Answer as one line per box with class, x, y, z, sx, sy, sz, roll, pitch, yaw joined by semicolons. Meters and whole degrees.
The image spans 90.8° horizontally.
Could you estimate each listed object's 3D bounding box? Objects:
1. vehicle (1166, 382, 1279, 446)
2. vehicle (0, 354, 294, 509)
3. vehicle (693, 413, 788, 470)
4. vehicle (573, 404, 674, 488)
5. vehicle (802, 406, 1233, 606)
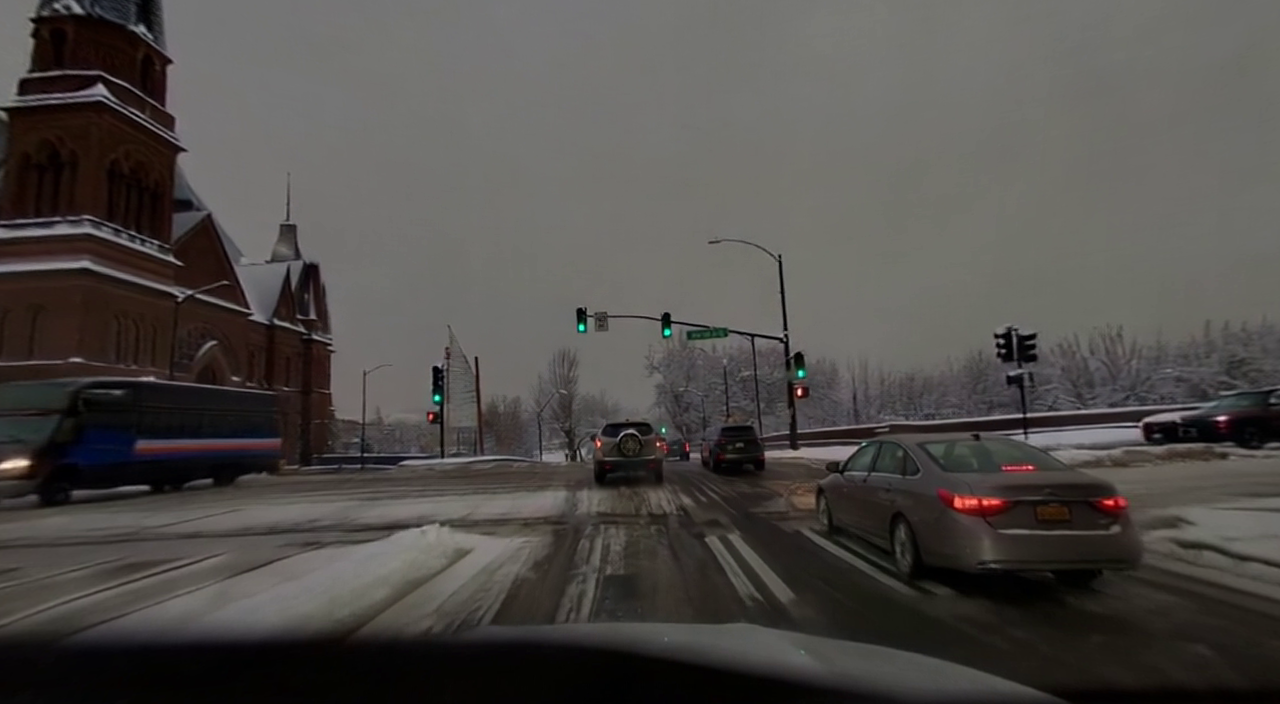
vehicle;17.052;1.694;16.809;4.255;1.590;1.999;0;-8;0
vehicle;-14.905;2.543;19.791;3.126;3.773;8.662;0;-8;0
vehicle;2.824;2.644;18.719;1.890;1.491;4.166;0;-8;-4
vehicle;-0.488;2.323;15.711;2.168;1.776;4.135;0;-8;-4
vehicle;3.426;1.471;7.023;1.883;1.472;4.471;0;-8;-2
